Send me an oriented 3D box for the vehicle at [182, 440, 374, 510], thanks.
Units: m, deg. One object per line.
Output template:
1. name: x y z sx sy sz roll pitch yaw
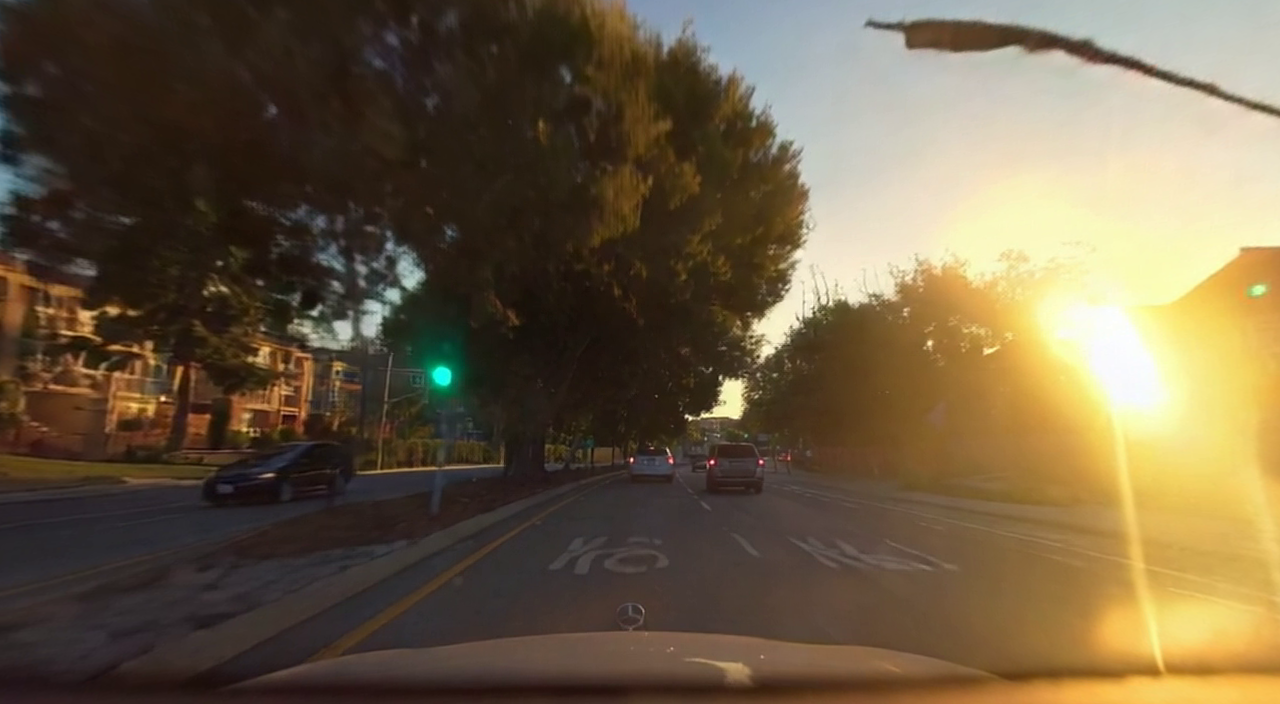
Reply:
1. vehicle: -8.964 3.059 16.234 1.991 1.503 4.688 -1 -9 3

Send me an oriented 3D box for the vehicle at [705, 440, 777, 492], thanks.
1. vehicle: 3.769 4.343 24.393 2.166 1.799 4.372 -1 -9 1

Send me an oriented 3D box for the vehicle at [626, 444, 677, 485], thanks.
1. vehicle: 0.631 5.426 30.639 2.185 1.822 4.391 -1 -9 5
